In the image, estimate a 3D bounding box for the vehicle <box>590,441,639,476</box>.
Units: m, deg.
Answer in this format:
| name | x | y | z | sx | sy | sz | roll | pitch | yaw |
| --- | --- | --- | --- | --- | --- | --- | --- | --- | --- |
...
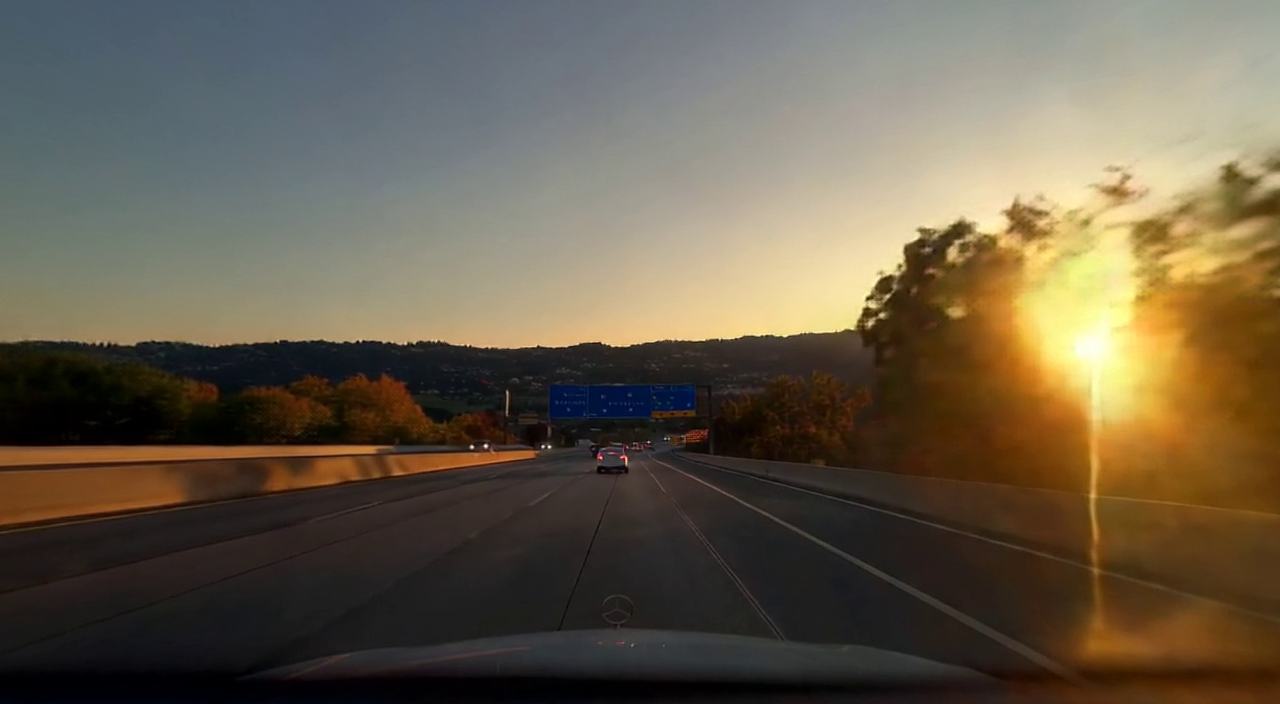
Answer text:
| name | x | y | z | sx | sy | sz | roll | pitch | yaw |
| --- | --- | --- | --- | --- | --- | --- | --- | --- | --- |
| vehicle | -1.165 | 5.091 | 30.079 | 2.055 | 1.509 | 4.255 | -1 | -9 | 2 |
